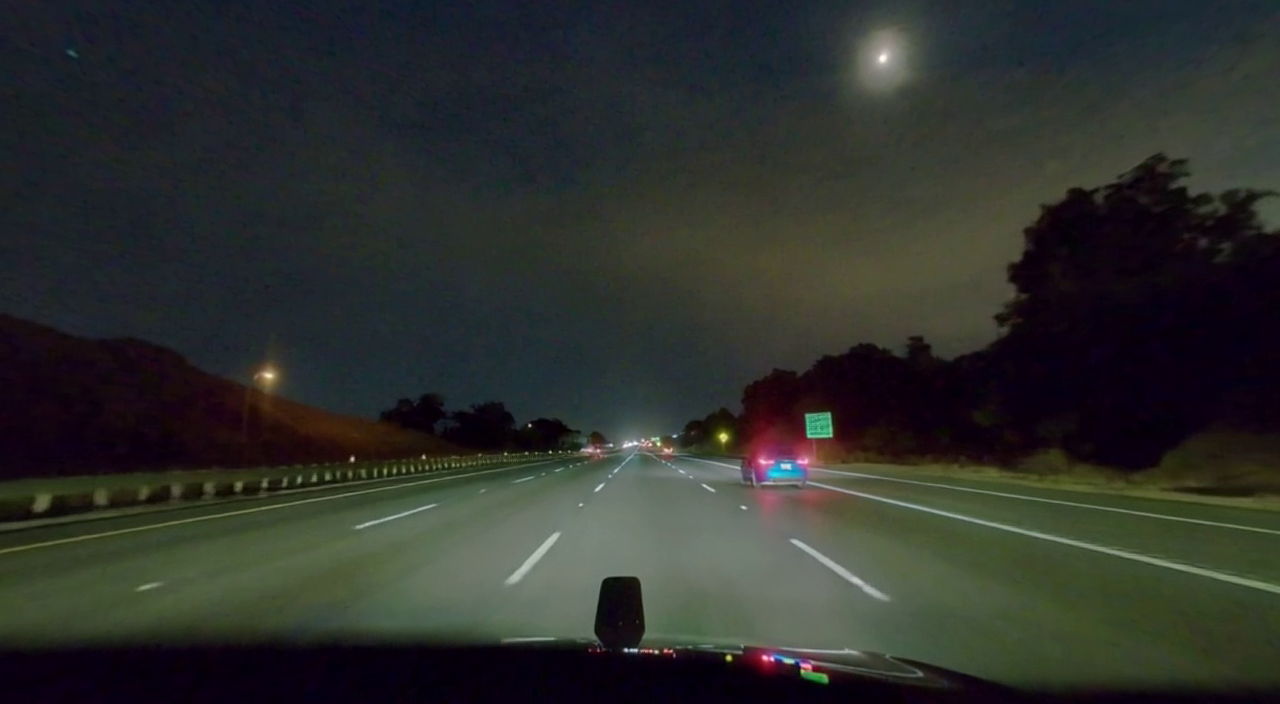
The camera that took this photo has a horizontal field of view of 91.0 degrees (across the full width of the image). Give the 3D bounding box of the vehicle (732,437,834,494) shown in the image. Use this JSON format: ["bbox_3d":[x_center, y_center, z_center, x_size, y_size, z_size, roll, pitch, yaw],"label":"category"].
[{"bbox_3d":[4.165,3.387,19.148,2.033,1.501,4.398,0,-9,-1],"label":"vehicle"}]
